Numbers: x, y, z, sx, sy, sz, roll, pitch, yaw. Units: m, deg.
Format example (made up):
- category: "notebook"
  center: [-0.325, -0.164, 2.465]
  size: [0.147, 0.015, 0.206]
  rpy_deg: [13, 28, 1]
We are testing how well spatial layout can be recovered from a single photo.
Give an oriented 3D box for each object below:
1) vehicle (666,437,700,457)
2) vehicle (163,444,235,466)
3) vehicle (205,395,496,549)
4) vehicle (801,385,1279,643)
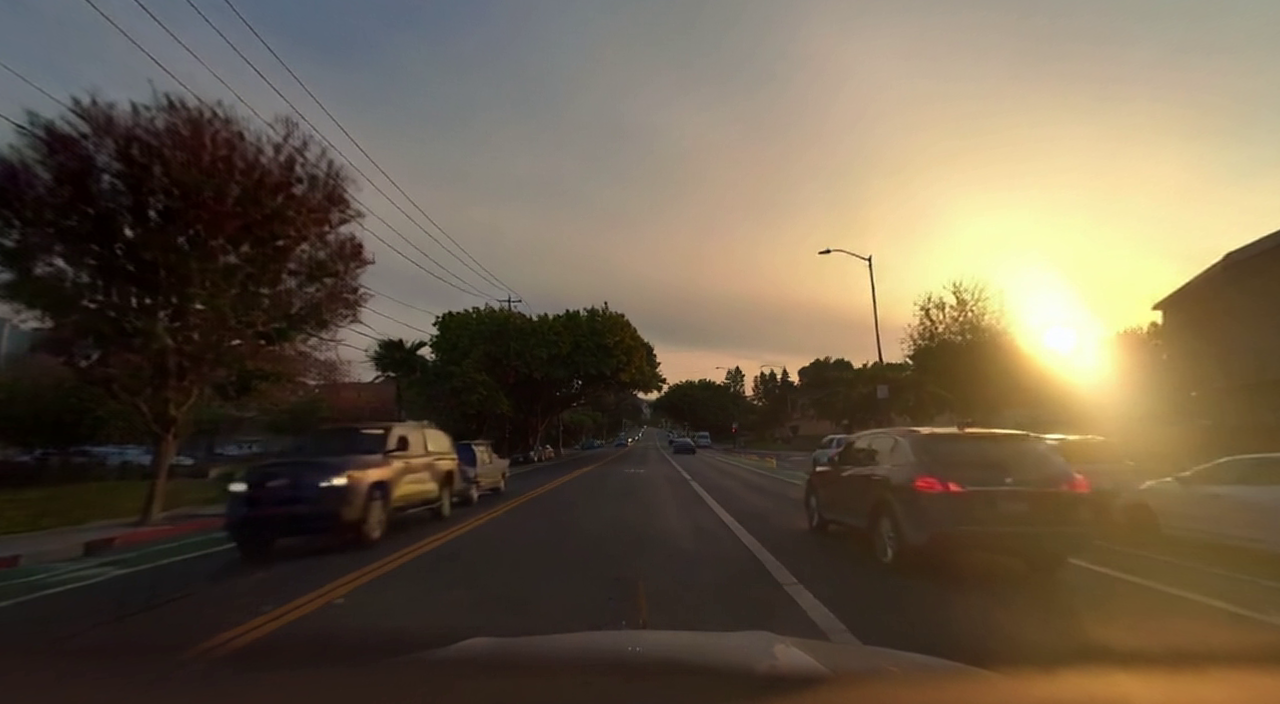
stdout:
- category: "vehicle"
  center: [3.204, 7.229, 48.038]
  size: [2.059, 1.489, 4.629]
  rpy_deg: [0, -8, -2]
- category: "vehicle"
  center: [-31.719, 7.422, 45.513]
  size: [1.746, 1.479, 4.603]
  rpy_deg: [0, -9, 2]
- category: "vehicle"
  center: [-4.628, 2.060, 11.560]
  size: [2.435, 2.069, 5.772]
  rpy_deg: [-1, -8, 2]
- category: "vehicle"
  center: [3.300, 1.411, 6.566]
  size: [2.004, 1.704, 4.573]
  rpy_deg: [0, -8, 0]
